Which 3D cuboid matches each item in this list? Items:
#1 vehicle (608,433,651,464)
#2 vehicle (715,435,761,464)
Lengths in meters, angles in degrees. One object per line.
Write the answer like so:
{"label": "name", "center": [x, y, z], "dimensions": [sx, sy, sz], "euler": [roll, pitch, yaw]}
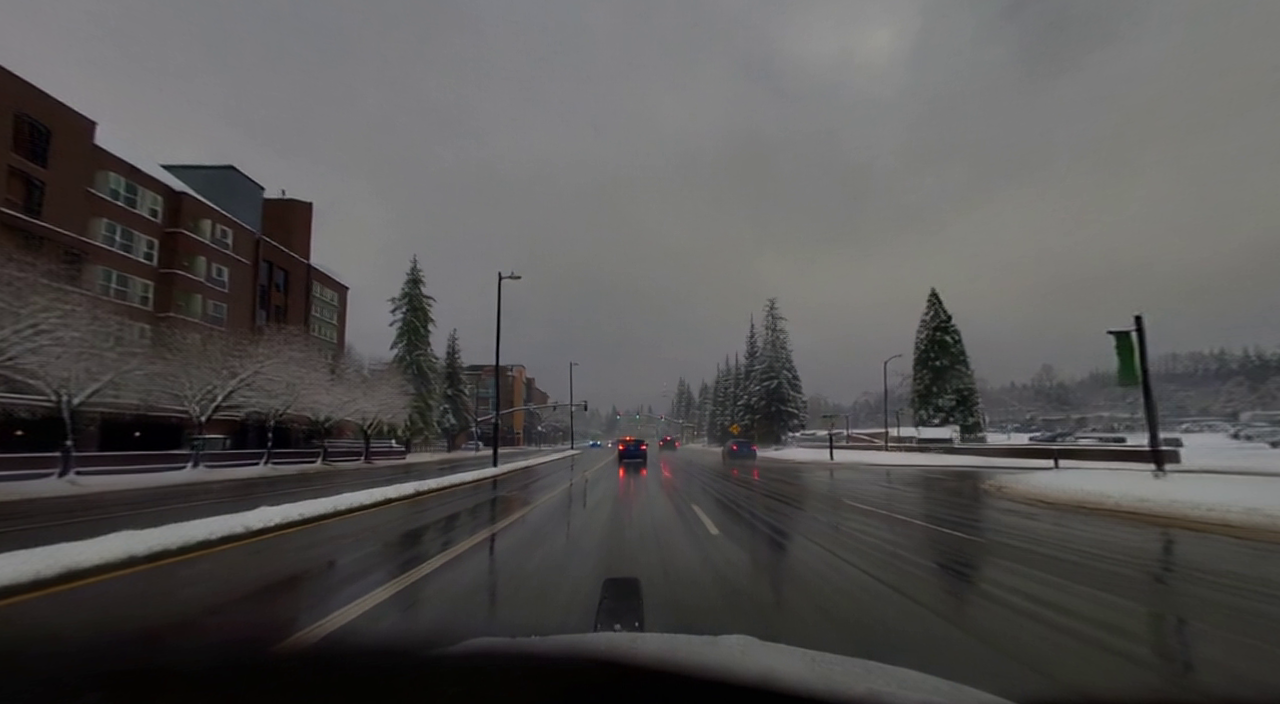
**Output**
{"label": "vehicle", "center": [-0.658, 6.491, 42.323], "dimensions": [2.682, 1.908, 5.706], "euler": [0, -9, 0]}
{"label": "vehicle", "center": [6.546, 6.577, 42.474], "dimensions": [2.136, 1.799, 4.796], "euler": [1, -9, -2]}
